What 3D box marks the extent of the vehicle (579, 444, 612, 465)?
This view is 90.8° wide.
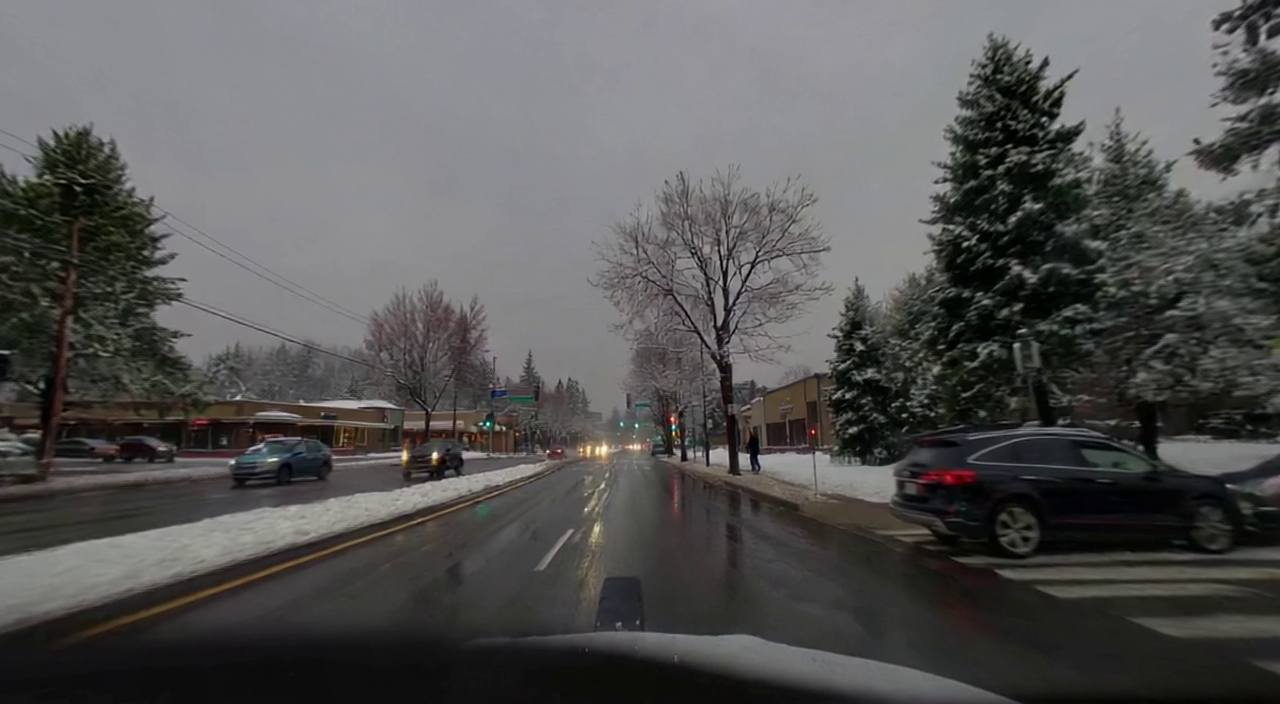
[{"bbox_3d":[-3.243,7.606,47.016,2.122,1.469,4.388,0,-8,0],"label":"vehicle"}]

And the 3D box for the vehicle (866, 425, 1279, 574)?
[{"bbox_3d":[5.651,1.667,7.641,5.022,1.487,2.268,-1,-8,5],"label":"vehicle"}]

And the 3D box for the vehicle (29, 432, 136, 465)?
[{"bbox_3d":[-33.328,5.779,38.017,2.110,1.850,4.864,0,-8,-3],"label":"vehicle"}]

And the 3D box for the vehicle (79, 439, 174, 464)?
[{"bbox_3d":[-30.878,5.991,38.178,1.802,1.437,4.596,0,-8,1],"label":"vehicle"}]

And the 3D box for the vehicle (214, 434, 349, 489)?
[{"bbox_3d":[-12.507,3.834,22.470,2.046,1.716,4.423,0,-8,2],"label":"vehicle"}]

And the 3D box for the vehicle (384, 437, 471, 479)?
[{"bbox_3d":[-9.144,4.591,27.615,2.052,1.676,4.463,-1,-8,3],"label":"vehicle"}]
